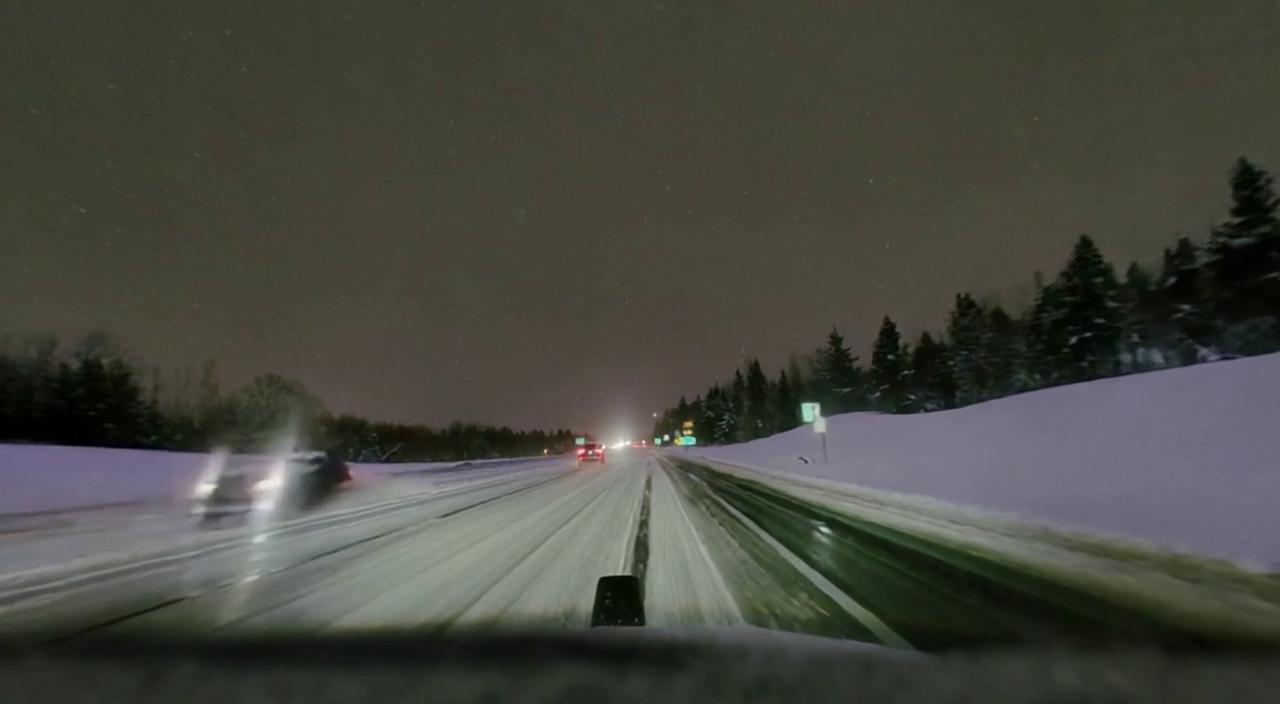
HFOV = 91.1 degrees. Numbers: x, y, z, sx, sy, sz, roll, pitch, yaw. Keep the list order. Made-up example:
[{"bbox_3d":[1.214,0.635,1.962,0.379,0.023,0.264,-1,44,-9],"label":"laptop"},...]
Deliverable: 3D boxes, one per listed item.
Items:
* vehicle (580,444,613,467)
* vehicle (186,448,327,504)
[{"bbox_3d":[-3.275,7.888,48.077,2.139,1.577,4.546,-2,-9,1],"label":"vehicle"},{"bbox_3d":[-12.603,4.081,21.077,1.937,1.655,4.304,0,-9,1],"label":"vehicle"}]
